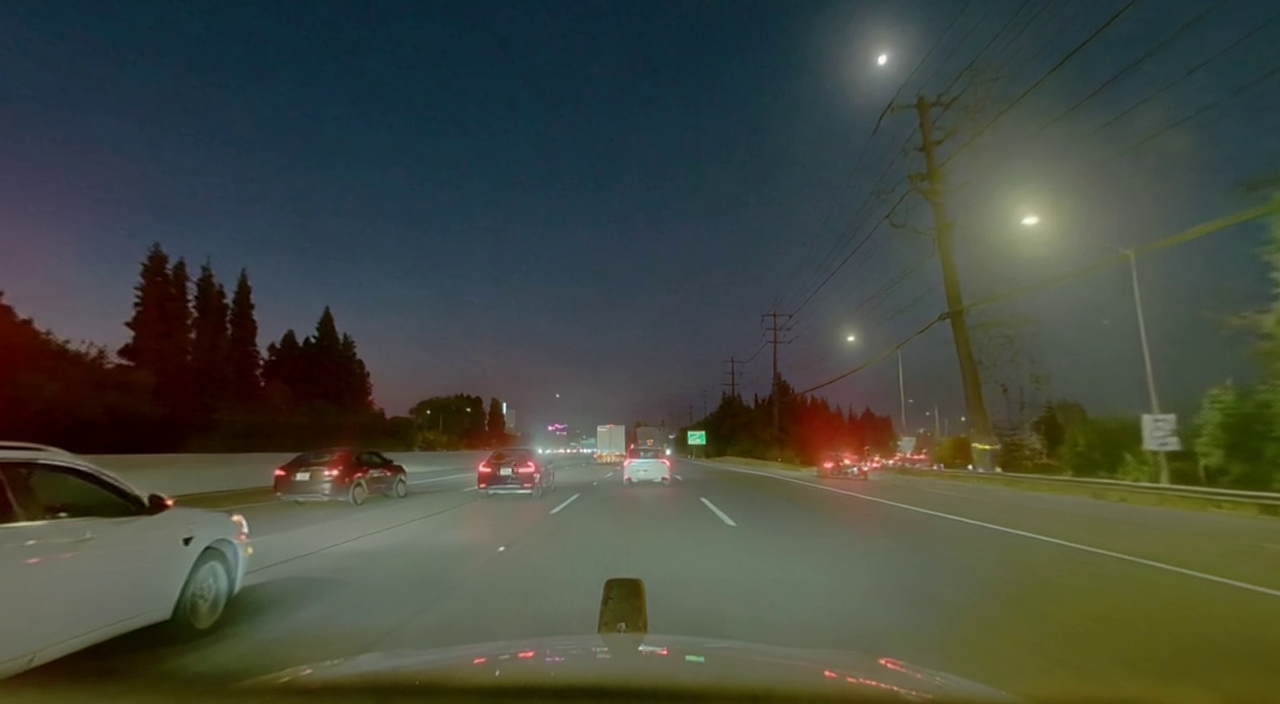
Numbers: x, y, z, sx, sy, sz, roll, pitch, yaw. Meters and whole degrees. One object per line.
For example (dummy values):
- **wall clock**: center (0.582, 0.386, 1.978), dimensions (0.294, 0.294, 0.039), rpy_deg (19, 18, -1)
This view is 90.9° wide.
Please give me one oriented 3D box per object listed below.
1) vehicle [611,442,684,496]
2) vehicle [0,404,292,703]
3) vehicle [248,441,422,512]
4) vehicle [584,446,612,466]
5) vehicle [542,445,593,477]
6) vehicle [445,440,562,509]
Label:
- **vehicle**: center (0.180, 3.608, 19.905), dimensions (2.018, 1.470, 4.491), rpy_deg (0, -9, -1)
- **vehicle**: center (-3.667, 0.976, 2.642), dimensions (1.883, 1.500, 4.373), rpy_deg (0, -9, 1)
- **vehicle**: center (-7.084, 2.906, 15.283), dimensions (1.867, 1.445, 4.499), rpy_deg (0, -9, 2)
- **vehicle**: center (-3.115, 7.846, 47.680), dimensions (1.840, 1.439, 3.687), rpy_deg (0, -9, 0)
- **vehicle**: center (-3.452, 5.256, 30.644), dimensions (2.013, 1.437, 3.801), rpy_deg (0, -9, 0)
- **vehicle**: center (-3.199, 2.947, 15.653), dimensions (1.912, 1.464, 4.115), rpy_deg (0, -9, 1)
